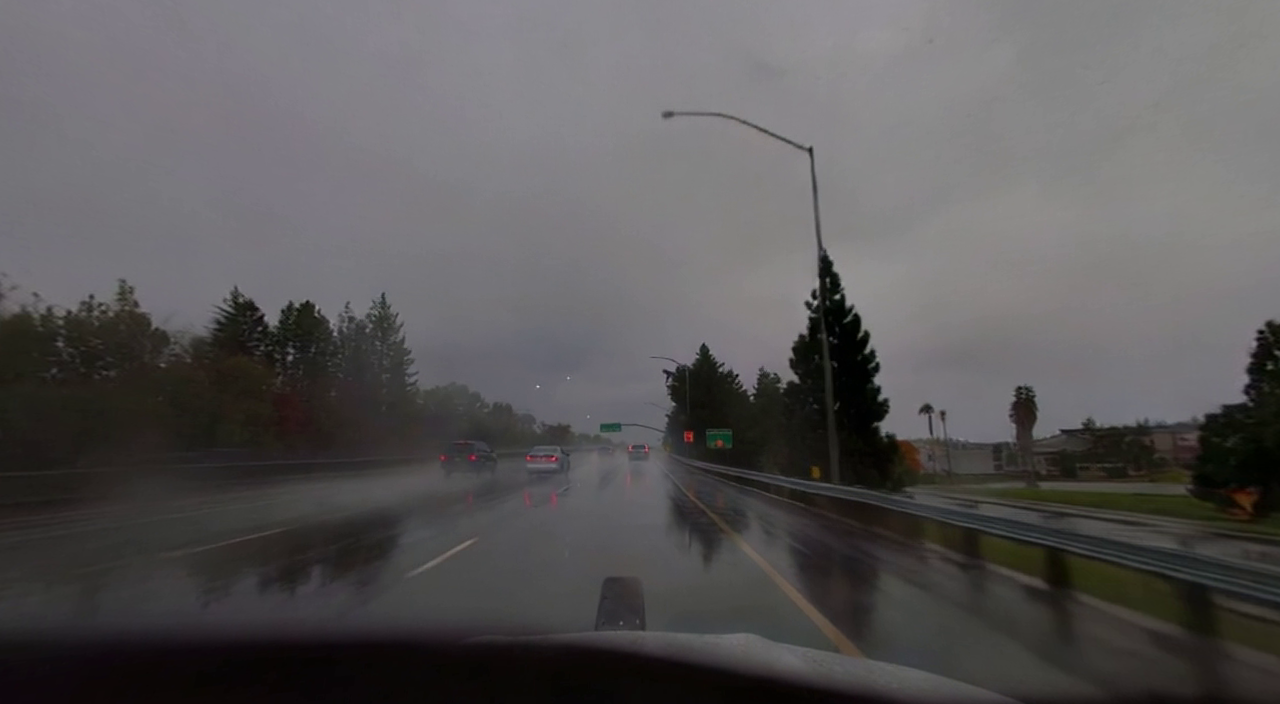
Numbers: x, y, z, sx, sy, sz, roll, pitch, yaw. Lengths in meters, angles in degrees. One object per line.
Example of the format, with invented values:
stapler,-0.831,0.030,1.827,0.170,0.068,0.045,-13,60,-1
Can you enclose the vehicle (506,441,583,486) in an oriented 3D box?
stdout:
vehicle,-3.632,4.374,25.037,2.102,1.562,4.884,-1,-9,2

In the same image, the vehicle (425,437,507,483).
vehicle,-7.409,4.647,27.412,2.091,1.795,4.617,-1,-9,2

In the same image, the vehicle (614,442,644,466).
vehicle,-0.821,7.799,48.539,2.179,1.742,4.396,0,-9,0
